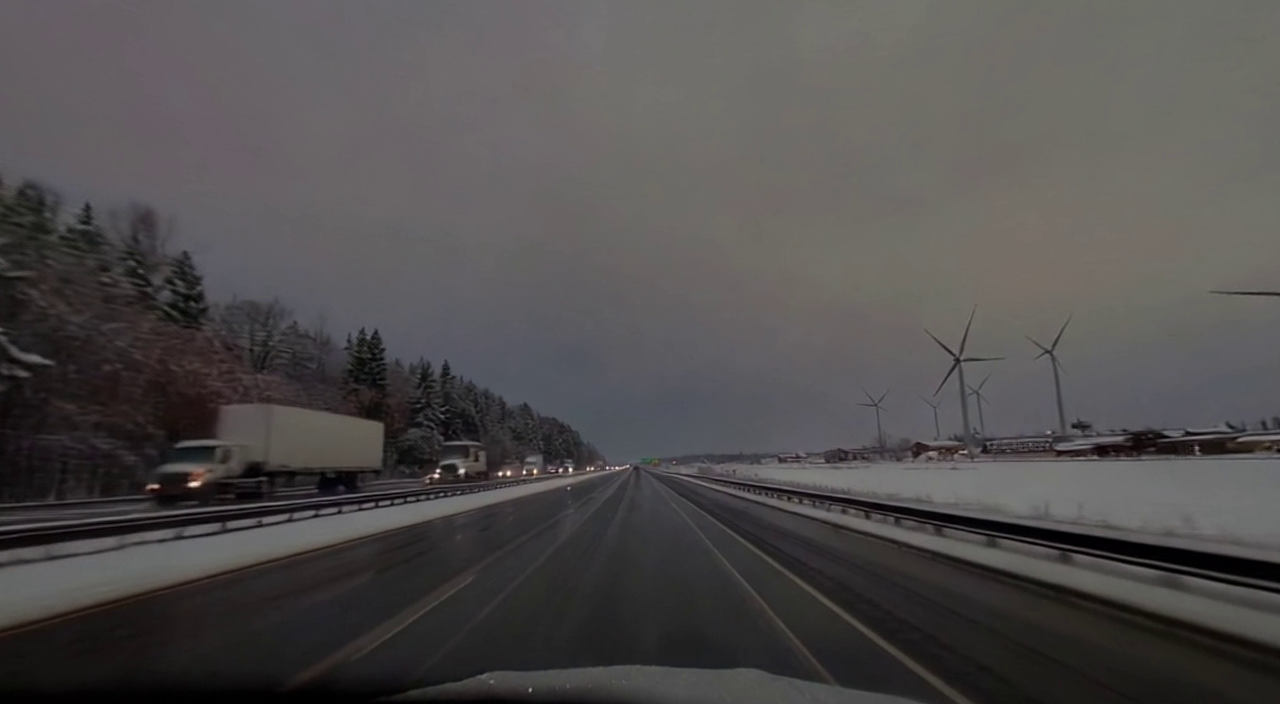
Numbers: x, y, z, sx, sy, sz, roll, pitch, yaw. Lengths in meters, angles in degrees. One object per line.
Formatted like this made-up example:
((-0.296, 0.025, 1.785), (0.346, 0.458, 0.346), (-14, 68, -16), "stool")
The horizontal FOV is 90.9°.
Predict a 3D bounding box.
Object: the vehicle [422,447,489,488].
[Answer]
((-12.295, 7.806, 42.664), (2.330, 2.510, 7.073), (1, -10, 0), "vehicle")

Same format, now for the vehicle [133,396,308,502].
((-16.938, 4.087, 26.106), (2.950, 3.846, 5.918), (1, -10, -1), "vehicle")
